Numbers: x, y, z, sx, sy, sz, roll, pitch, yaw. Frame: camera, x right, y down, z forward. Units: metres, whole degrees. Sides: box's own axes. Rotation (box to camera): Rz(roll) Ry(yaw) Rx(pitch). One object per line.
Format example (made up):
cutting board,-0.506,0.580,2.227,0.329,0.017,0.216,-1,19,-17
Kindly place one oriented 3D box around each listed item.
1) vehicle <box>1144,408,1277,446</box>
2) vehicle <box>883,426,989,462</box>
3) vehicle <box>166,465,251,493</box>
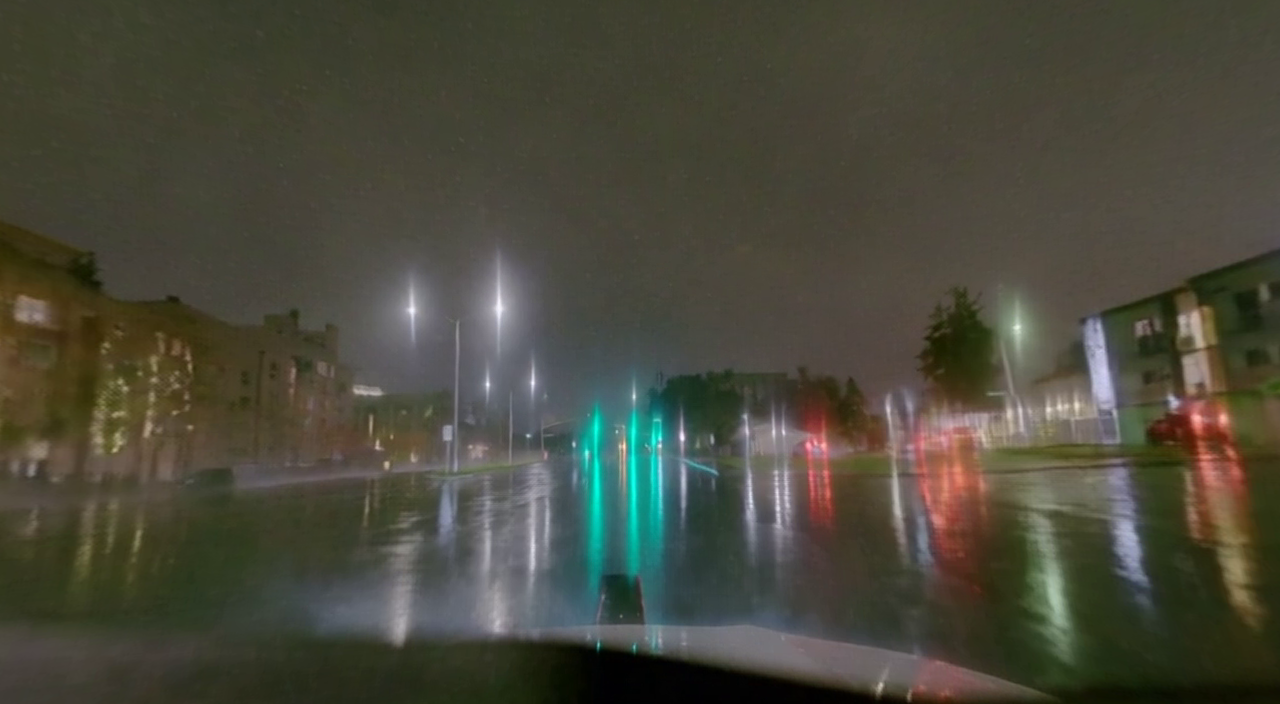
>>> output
vehicle,29.896,3.982,33.201,4.934,1.910,2.165,0,-9,-3
vehicle,15.024,4.669,32.228,4.268,1.589,2.156,-2,-8,-6
vehicle,-26.156,7.678,38.492,1.828,1.448,4.689,0,-9,1
